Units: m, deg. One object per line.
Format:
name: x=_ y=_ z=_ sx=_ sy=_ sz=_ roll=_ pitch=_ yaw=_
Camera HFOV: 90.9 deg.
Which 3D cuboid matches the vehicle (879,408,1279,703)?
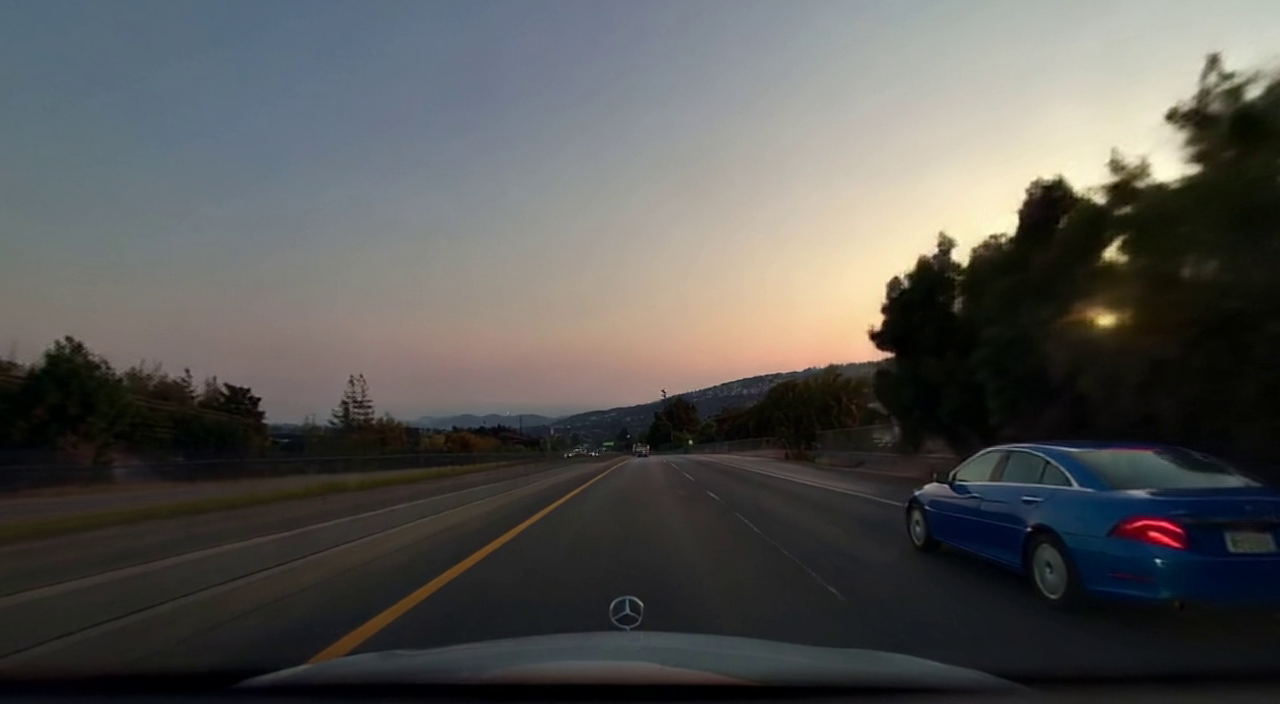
vehicle: x=4.117 y=1.386 z=5.658 sx=2.053 sy=1.490 sz=4.799 roll=0 pitch=-8 yaw=0
